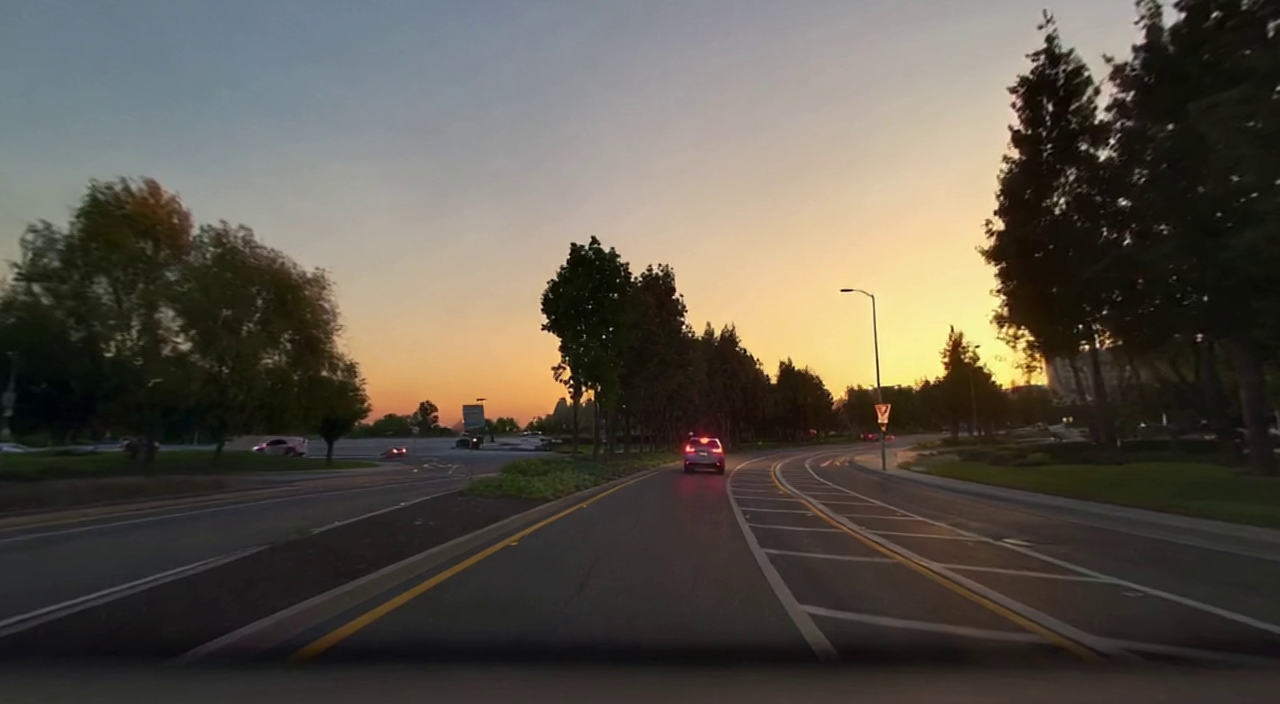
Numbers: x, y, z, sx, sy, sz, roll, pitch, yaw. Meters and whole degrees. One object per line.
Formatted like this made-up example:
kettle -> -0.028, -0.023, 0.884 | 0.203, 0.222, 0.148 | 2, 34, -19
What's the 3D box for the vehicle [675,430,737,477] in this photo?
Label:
vehicle -> 3.151, 4.616, 28.873 | 2.371, 1.926, 5.615 | -1, -9, 10
